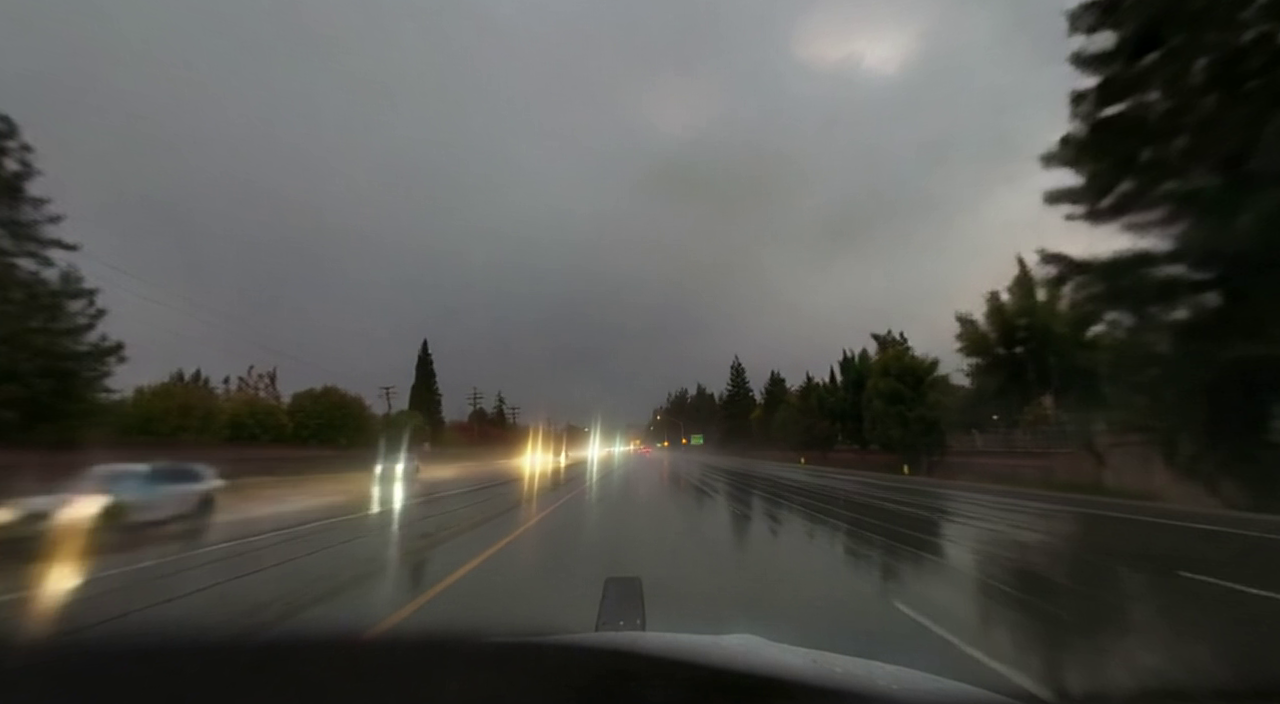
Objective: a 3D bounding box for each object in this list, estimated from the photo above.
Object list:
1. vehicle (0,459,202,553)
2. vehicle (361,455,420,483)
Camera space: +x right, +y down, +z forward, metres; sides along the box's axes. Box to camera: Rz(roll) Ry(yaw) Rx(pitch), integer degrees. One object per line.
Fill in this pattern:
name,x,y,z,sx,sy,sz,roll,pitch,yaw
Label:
vehicle,-12.107,3.201,13.771,1.965,1.625,4.322,0,-9,0
vehicle,-16.664,7.809,42.442,2.072,1.695,4.554,0,-9,0
